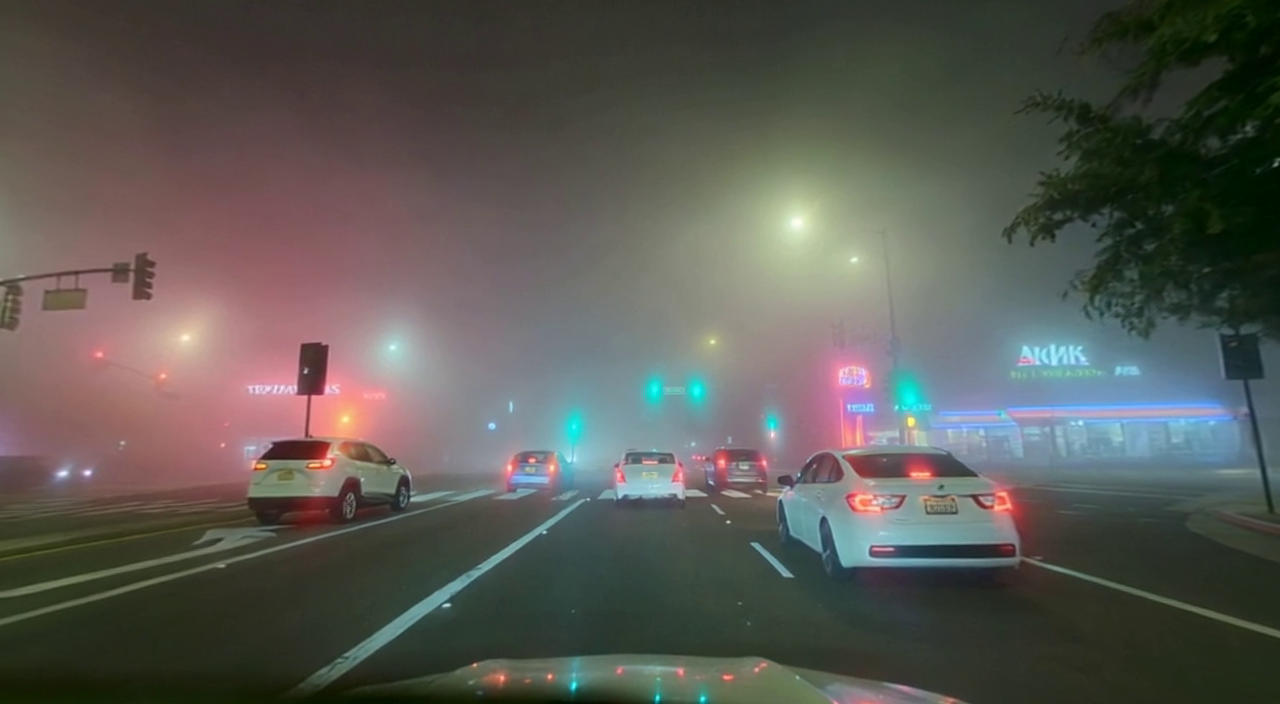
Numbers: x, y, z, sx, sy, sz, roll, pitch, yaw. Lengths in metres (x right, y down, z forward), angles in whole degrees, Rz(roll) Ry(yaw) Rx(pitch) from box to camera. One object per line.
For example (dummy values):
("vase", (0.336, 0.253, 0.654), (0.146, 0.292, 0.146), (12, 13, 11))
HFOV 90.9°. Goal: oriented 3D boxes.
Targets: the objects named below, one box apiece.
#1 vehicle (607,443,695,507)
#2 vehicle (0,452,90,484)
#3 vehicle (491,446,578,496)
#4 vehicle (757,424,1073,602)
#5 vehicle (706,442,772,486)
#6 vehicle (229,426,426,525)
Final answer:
("vehicle", (0.288, 3.208, 16.946), (2.070, 1.460, 4.118), (0, -8, 1))
("vehicle", (-30.247, 5.705, 31.115), (4.315, 1.485, 1.822), (0, -8, -2))
("vehicle", (-3.373, 3.894, 21.123), (2.040, 1.471, 4.211), (-1, -8, 2))
("vehicle", (2.761, 1.698, 7.562), (1.946, 1.513, 4.133), (0, -8, 1))
("vehicle", (3.777, 4.337, 24.699), (1.931, 1.552, 4.125), (0, -8, 0))
("vehicle", (-6.568, 2.622, 13.970), (2.058, 1.804, 4.391), (0, -8, 0))
